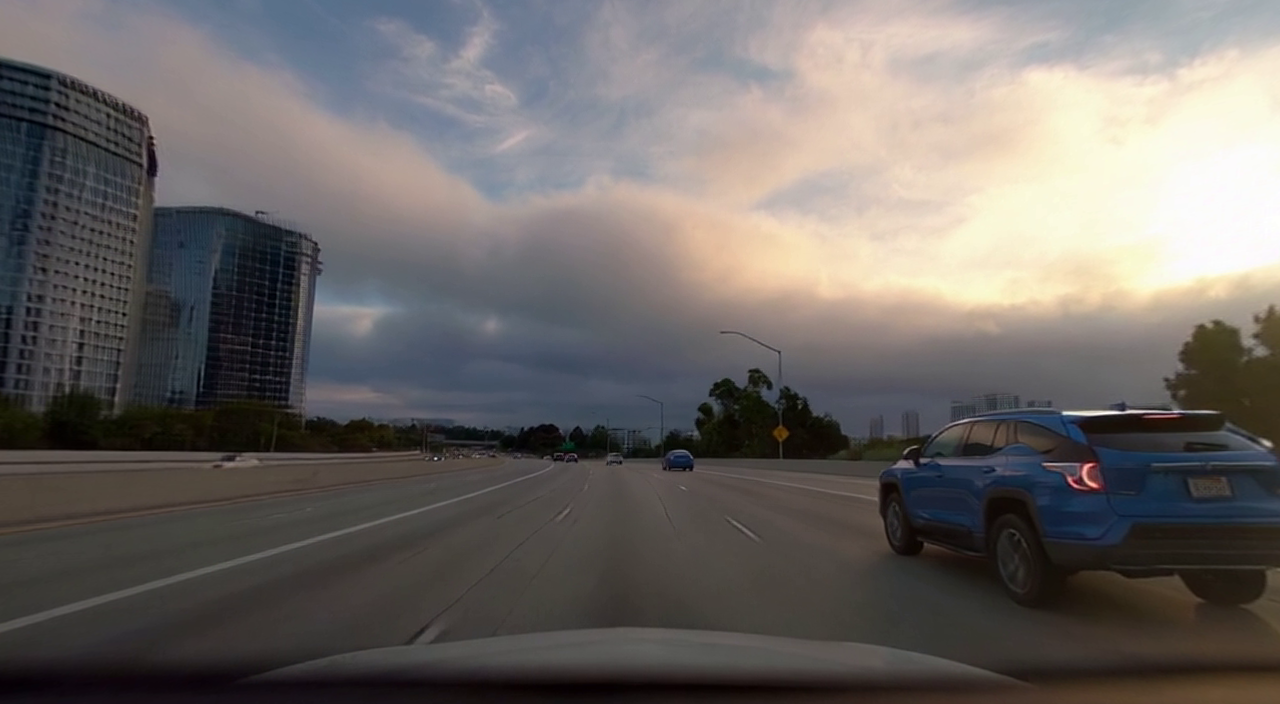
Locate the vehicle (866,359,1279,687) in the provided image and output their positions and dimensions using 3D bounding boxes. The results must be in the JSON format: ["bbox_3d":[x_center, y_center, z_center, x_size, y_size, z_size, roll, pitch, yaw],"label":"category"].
[{"bbox_3d":[4.028,1.266,5.812,2.182,1.826,4.392,0,-8,-1],"label":"vehicle"}]

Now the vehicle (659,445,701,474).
[{"bbox_3d":[2.543,7.006,41.427,2.110,1.780,4.682,1,-8,-5],"label":"vehicle"}]

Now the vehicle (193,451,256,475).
[{"bbox_3d":[-31.282,8.334,47.706,1.964,1.718,4.549,0,-8,-5],"label":"vehicle"}]
